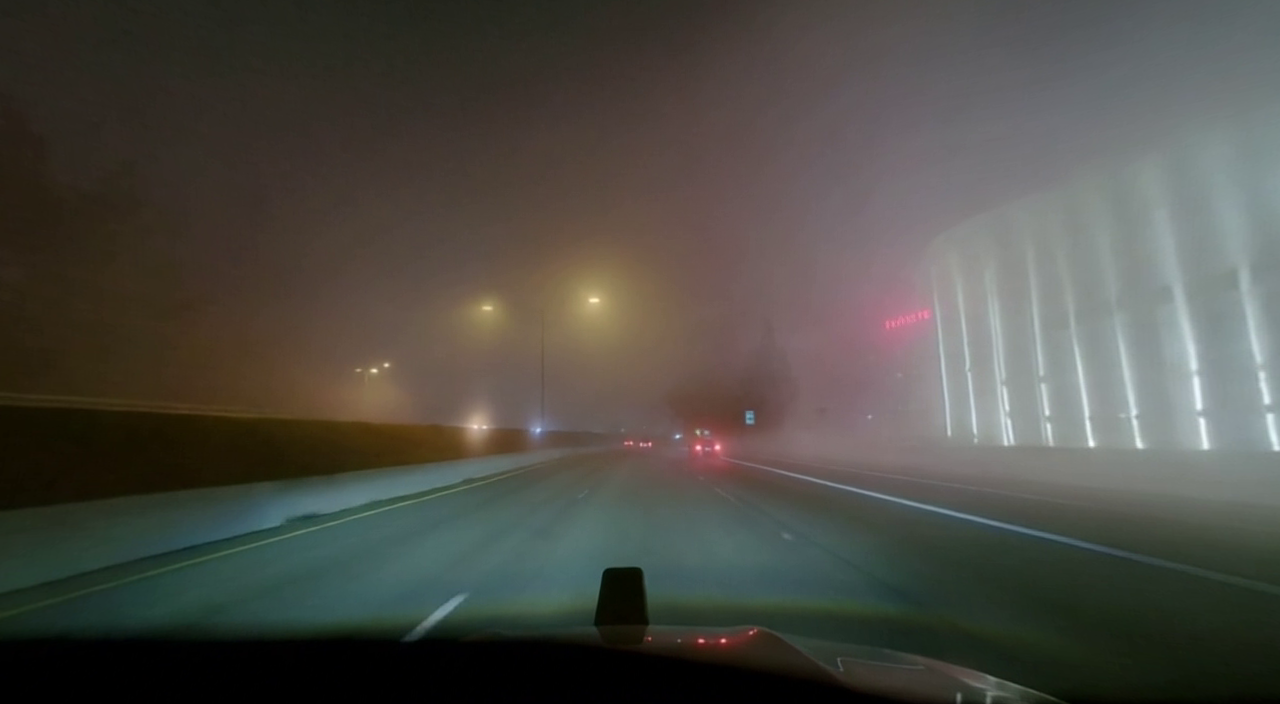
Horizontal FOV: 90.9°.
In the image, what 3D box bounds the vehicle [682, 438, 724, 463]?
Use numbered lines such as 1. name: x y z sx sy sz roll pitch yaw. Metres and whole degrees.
1. vehicle: 3.838 6.115 39.173 2.069 1.431 4.313 0 -8 -1
